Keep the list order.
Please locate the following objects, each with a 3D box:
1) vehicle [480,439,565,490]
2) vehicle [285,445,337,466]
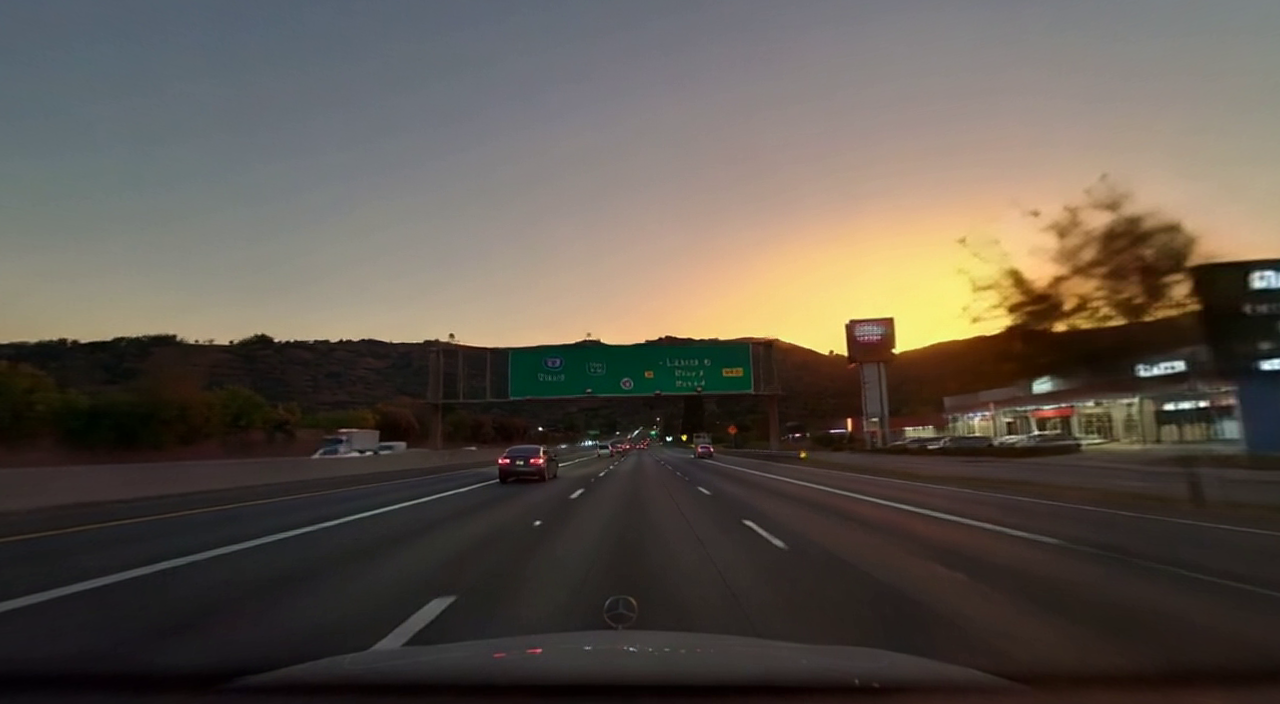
[{"bbox_3d":[-3.767,3.688,21.019,1.939,1.508,4.272,0,-8,1],"label":"vehicle"},{"bbox_3d":[-22.969,7.232,44.192,1.696,1.391,3.458,0,-8,0],"label":"vehicle"}]
